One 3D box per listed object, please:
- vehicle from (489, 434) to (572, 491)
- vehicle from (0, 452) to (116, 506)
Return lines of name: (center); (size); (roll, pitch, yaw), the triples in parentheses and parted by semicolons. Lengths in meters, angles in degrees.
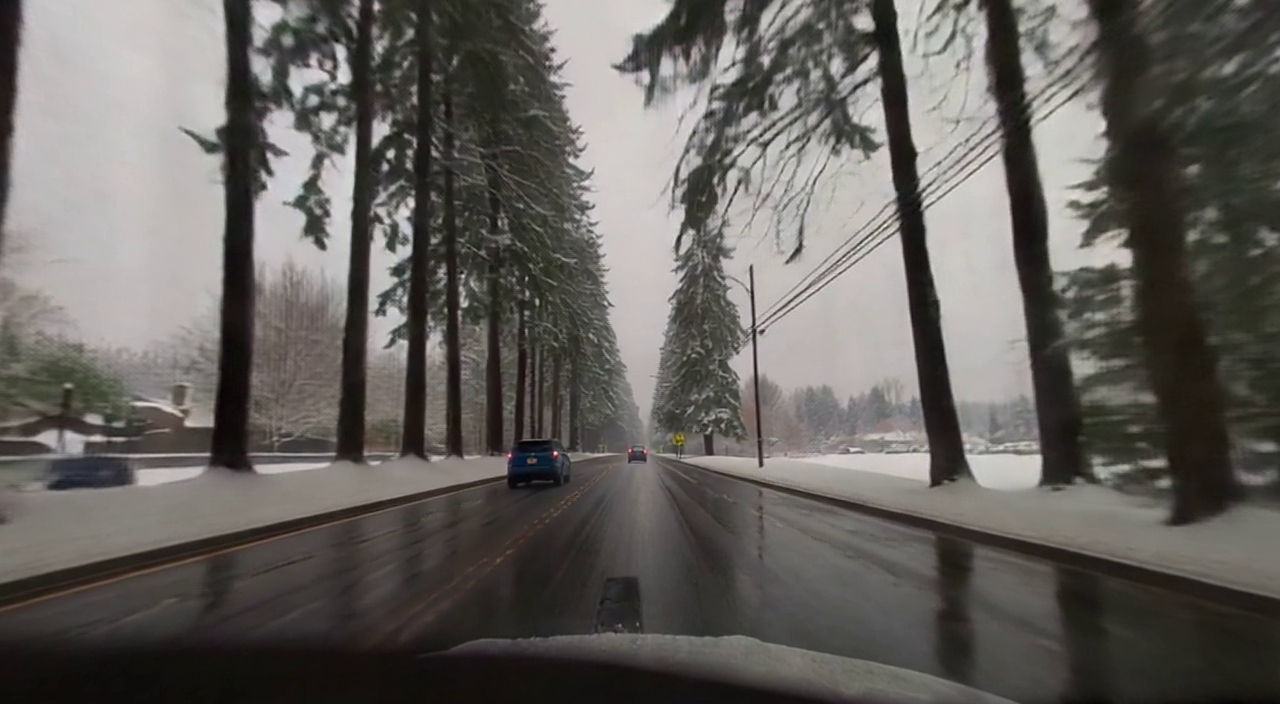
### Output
vehicle: (-3.627, 3.750, 21.785); (2.078, 1.748, 4.279); (0, -8, 1)
vehicle: (-20.931, 4.298, 21.850); (1.875, 1.602, 4.317); (0, -8, 0)
